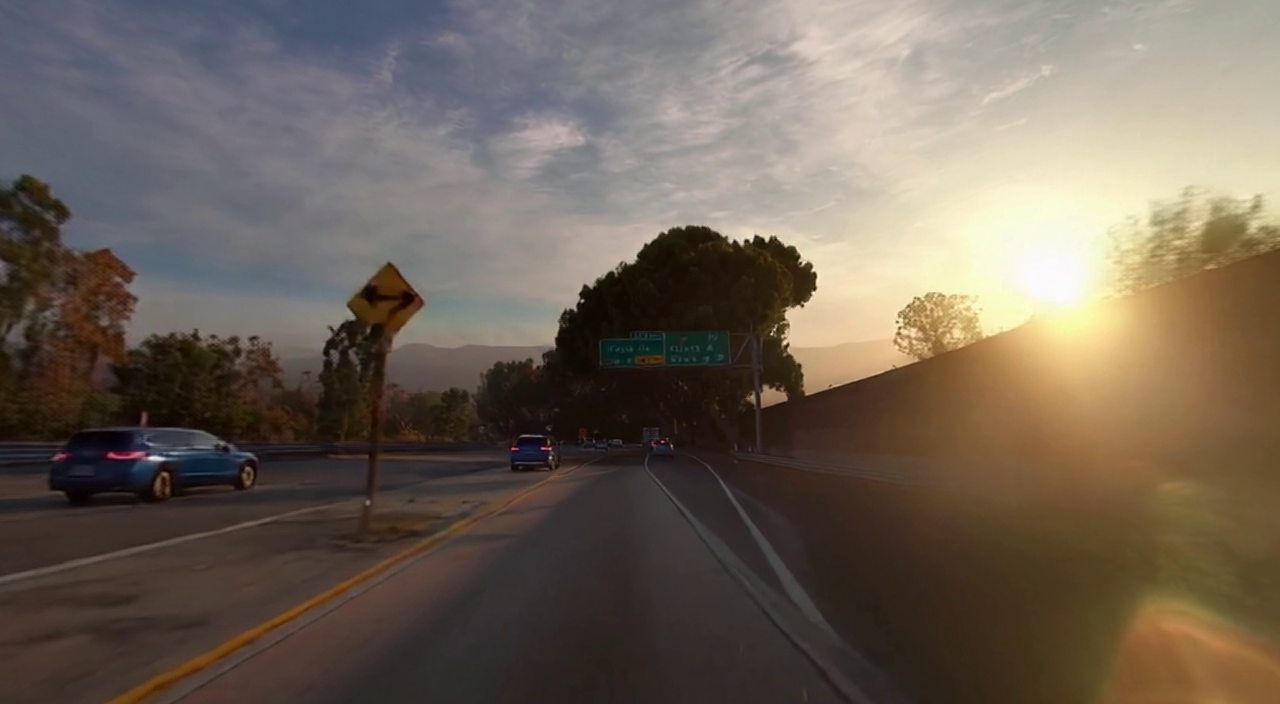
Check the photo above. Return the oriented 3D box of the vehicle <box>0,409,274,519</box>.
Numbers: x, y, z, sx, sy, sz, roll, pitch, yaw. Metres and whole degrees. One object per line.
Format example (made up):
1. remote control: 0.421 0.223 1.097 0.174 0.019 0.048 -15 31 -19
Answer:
1. vehicle: -9.294 2.025 11.814 2.025 1.618 4.683 0 -8 0

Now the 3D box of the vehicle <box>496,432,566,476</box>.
1. vehicle: -4.549 4.361 27.107 2.151 1.707 4.759 0 -8 0
